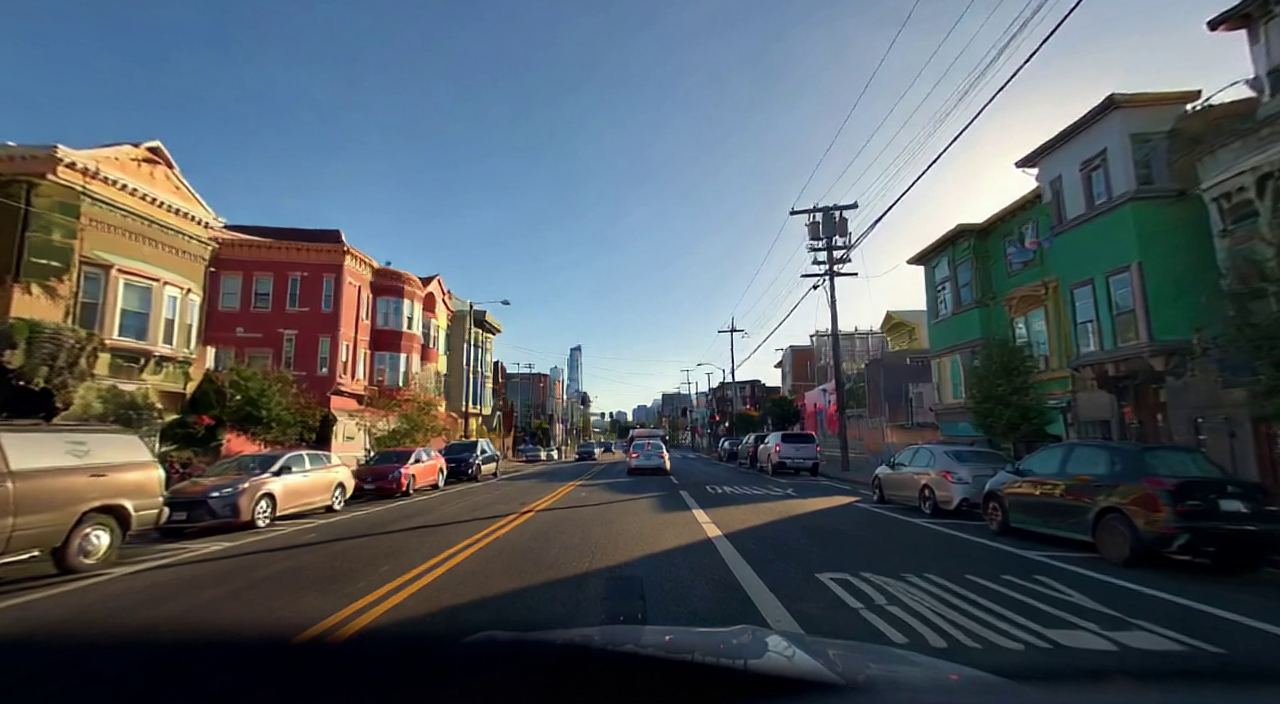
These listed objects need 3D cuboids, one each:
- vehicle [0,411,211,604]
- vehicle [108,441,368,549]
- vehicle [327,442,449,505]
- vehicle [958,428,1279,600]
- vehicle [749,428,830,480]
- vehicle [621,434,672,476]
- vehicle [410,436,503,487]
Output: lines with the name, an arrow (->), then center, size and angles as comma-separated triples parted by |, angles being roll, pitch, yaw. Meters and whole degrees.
vehicle -> -7.467, 1.577, 6.411 | 2.157, 1.901, 5.877 | -1, -8, 0
vehicle -> -7.307, 2.573, 12.284 | 1.884, 1.582, 4.837 | -1, -7, 0
vehicle -> -7.244, 3.485, 18.667 | 1.928, 1.552, 4.234 | 0, -8, -1
vehicle -> 6.473, 1.903, 8.444 | 2.018, 1.630, 4.594 | 0, -8, 0
vehicle -> 6.485, 4.536, 28.313 | 2.203, 2.052, 5.975 | 0, -8, 0
vehicle -> 0.302, 4.272, 26.376 | 1.980, 1.635, 3.795 | 0, -8, 2
vehicle -> -7.203, 4.307, 25.463 | 2.095, 1.847, 5.290 | 0, -8, 1
